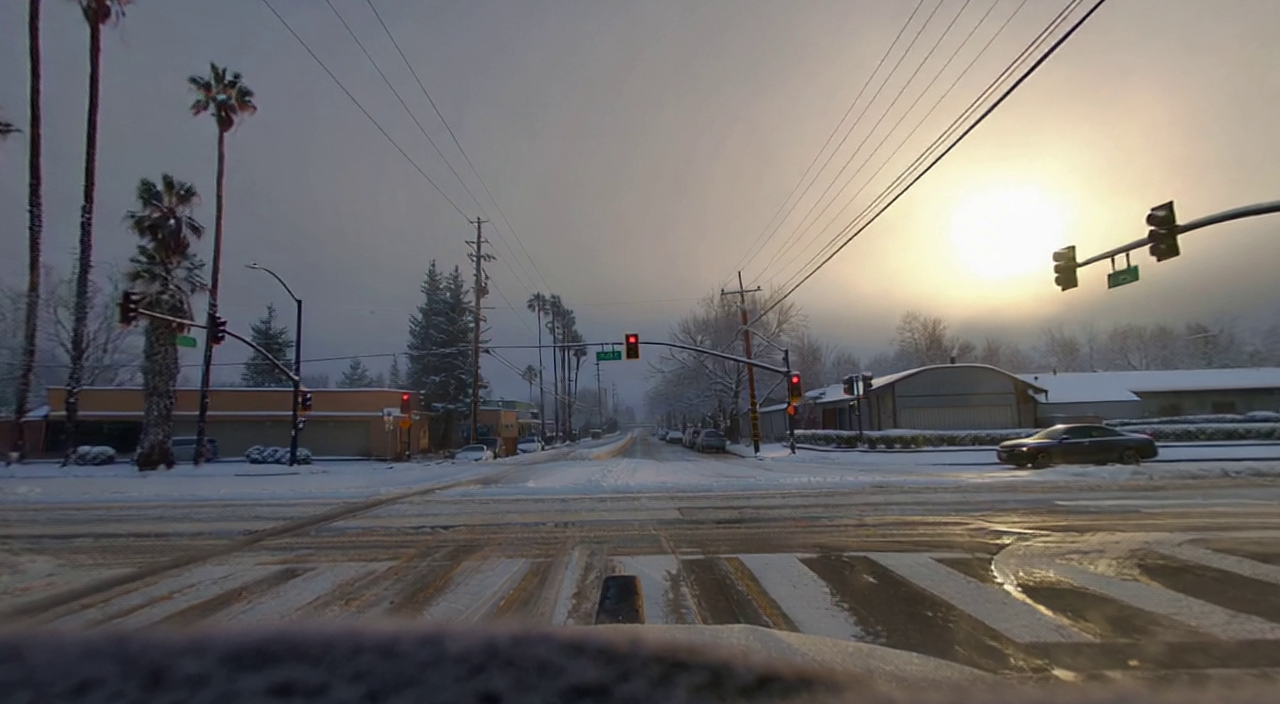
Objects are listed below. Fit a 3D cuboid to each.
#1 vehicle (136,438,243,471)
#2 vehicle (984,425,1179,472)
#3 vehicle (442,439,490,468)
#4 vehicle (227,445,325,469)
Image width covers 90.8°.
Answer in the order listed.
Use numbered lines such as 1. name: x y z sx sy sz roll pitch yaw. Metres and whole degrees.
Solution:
1. vehicle: -25.926 5.925 36.458 4.613 1.820 2.021 -1 -9 3
2. vehicle: 14.578 3.221 21.157 4.918 1.479 1.897 -1 -9 7
3. vehicle: -11.988 6.990 43.798 2.016 1.717 4.287 0 -6 1
4. vehicle: -22.325 6.437 38.833 4.849 1.444 1.881 0 -8 1
